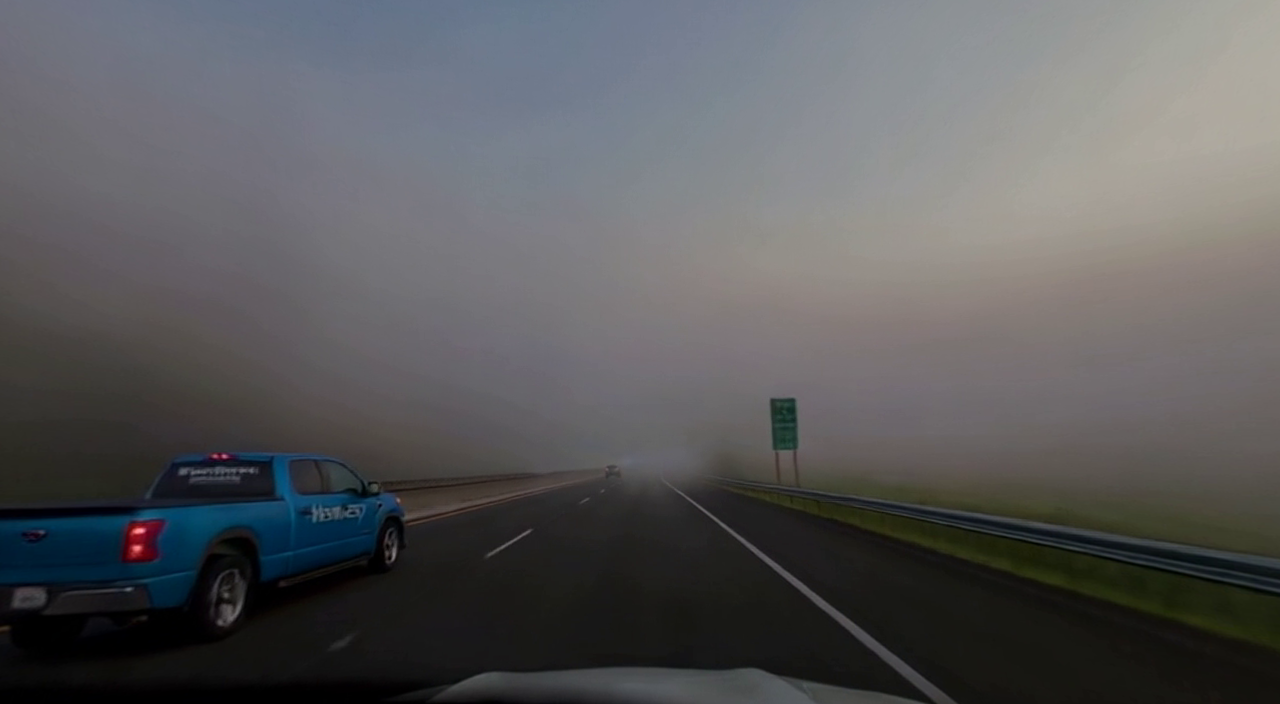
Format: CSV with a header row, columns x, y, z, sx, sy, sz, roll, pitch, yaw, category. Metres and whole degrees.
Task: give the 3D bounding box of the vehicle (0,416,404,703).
x,y,z,sx,sy,sz,roll,pitch,yaw,category
-4.067,1.484,5.321,2.135,1.506,5.041,1,-10,1,vehicle
